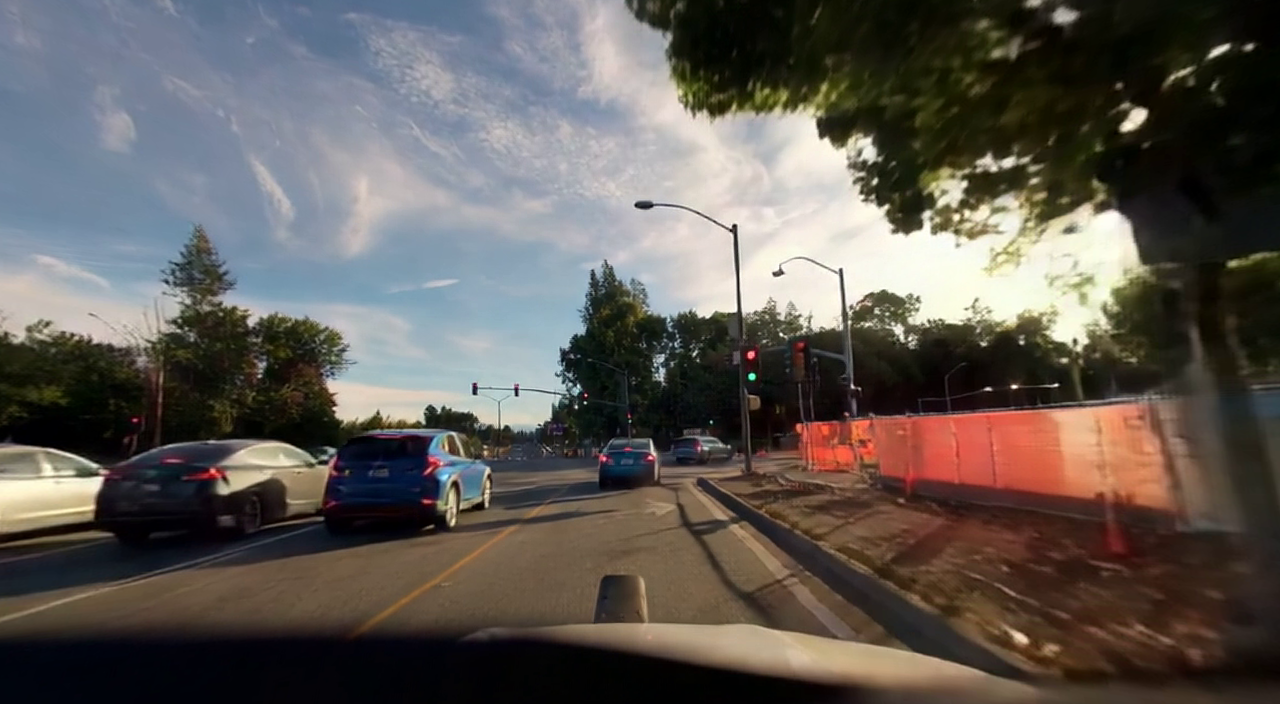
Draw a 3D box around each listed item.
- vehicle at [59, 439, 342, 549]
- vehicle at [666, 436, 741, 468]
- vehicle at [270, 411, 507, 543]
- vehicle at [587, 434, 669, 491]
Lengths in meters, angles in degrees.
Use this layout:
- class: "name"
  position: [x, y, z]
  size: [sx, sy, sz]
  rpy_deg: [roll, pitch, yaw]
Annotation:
- class: "vehicle"
  position: [-7.387, 2.387, 11.348]
  size: [1.931, 1.559, 4.355]
  rpy_deg: [0, -9, 0]
- class: "vehicle"
  position: [3.266, 5.038, 31.963]
  size: [1.873, 1.477, 4.467]
  rpy_deg: [-6, -10, 33]
- class: "vehicle"
  position: [-4.097, 2.148, 11.524]
  size: [2.240, 1.844, 5.043]
  rpy_deg: [0, -9, 0]
- class: "vehicle"
  position: [-0.249, 3.291, 19.076]
  size: [2.183, 1.506, 4.286]
  rpy_deg: [-1, -9, 2]
